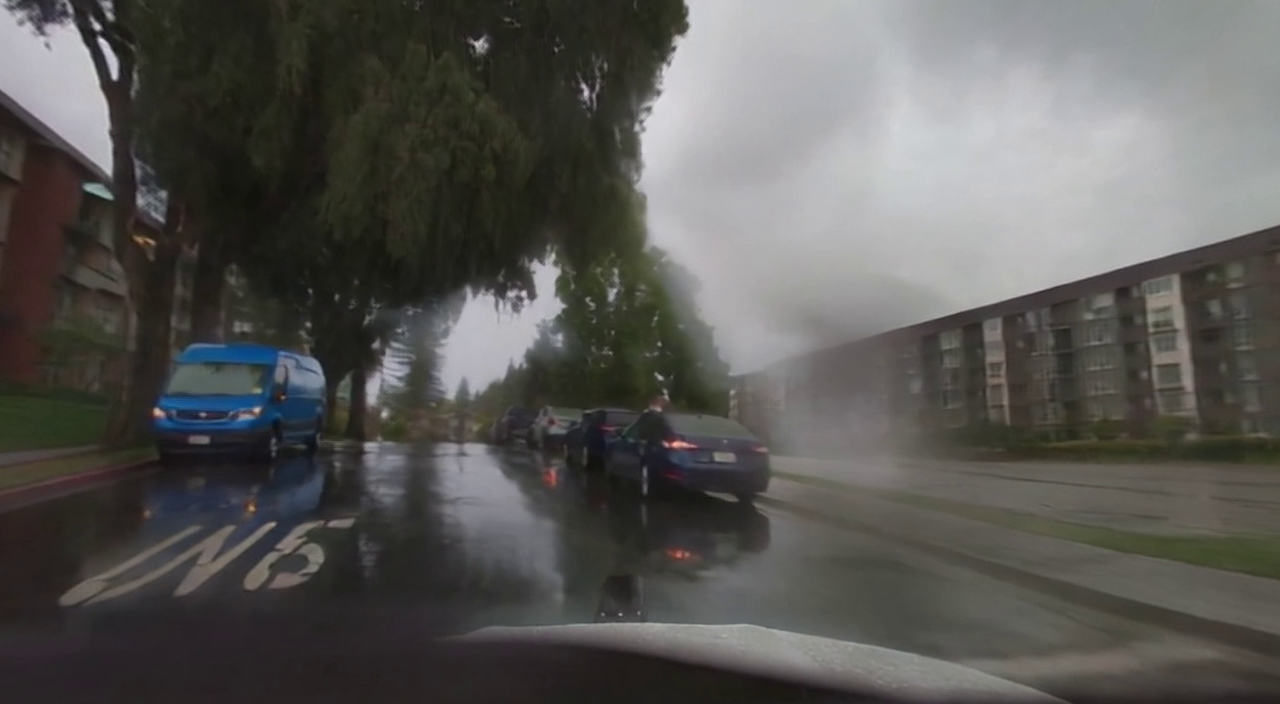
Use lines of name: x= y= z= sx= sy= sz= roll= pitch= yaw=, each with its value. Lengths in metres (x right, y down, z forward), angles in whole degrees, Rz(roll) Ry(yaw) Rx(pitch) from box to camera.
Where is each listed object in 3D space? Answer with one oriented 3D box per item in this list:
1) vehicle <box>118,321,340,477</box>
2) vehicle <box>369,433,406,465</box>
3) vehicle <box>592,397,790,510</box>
vehicle: x=-8.847 y=1.186 z=14.579 sx=2.546 sy=2.664 sz=6.863 roll=-2 pitch=-6 yaw=-18
vehicle: x=-17.925 y=6.837 z=44.986 sx=2.090 sy=1.674 sz=4.457 roll=-3 pitch=-3 yaw=-18
vehicle: x=0.552 y=1.628 z=10.511 sx=1.827 sy=1.436 sz=4.322 roll=1 pitch=-8 yaw=-16
